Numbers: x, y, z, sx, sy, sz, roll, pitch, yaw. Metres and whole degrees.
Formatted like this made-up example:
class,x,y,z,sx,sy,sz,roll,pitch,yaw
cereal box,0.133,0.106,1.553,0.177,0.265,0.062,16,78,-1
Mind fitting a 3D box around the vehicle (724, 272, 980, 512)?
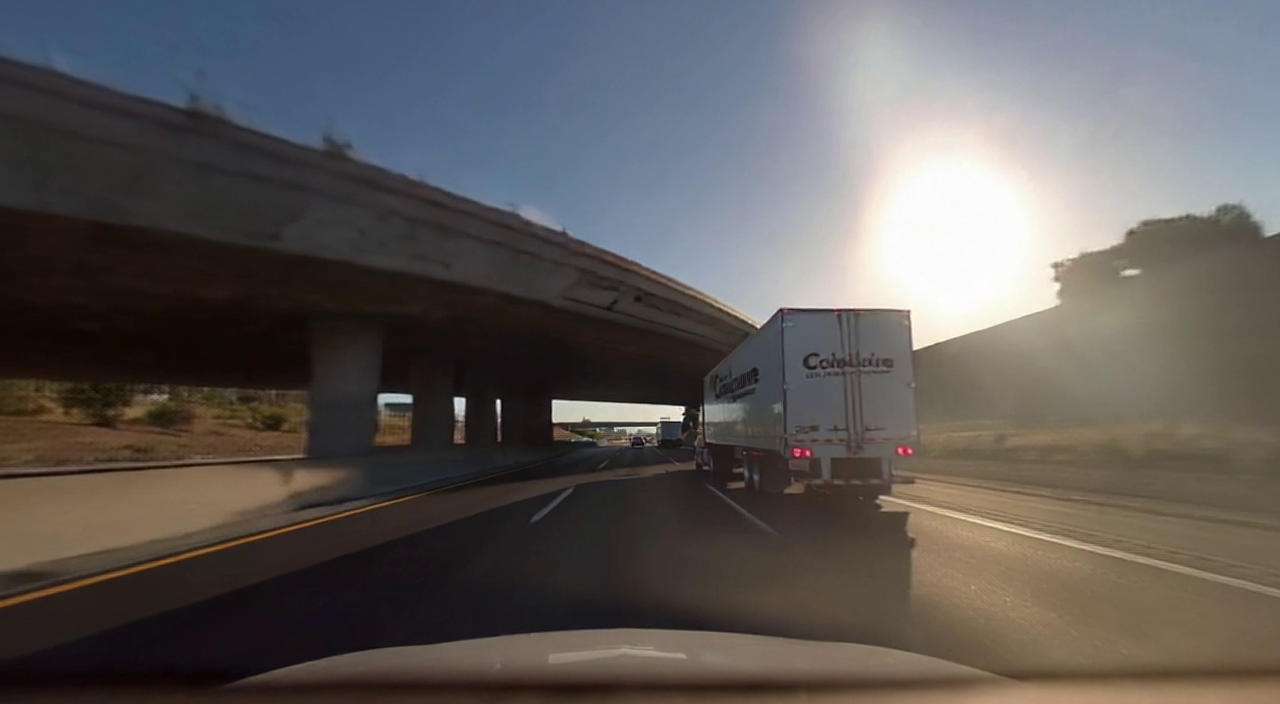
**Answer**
class,x,y,z,sx,sy,sz,roll,pitch,yaw
vehicle,4.042,1.239,14.788,2.840,3.947,8.920,0,-8,0
